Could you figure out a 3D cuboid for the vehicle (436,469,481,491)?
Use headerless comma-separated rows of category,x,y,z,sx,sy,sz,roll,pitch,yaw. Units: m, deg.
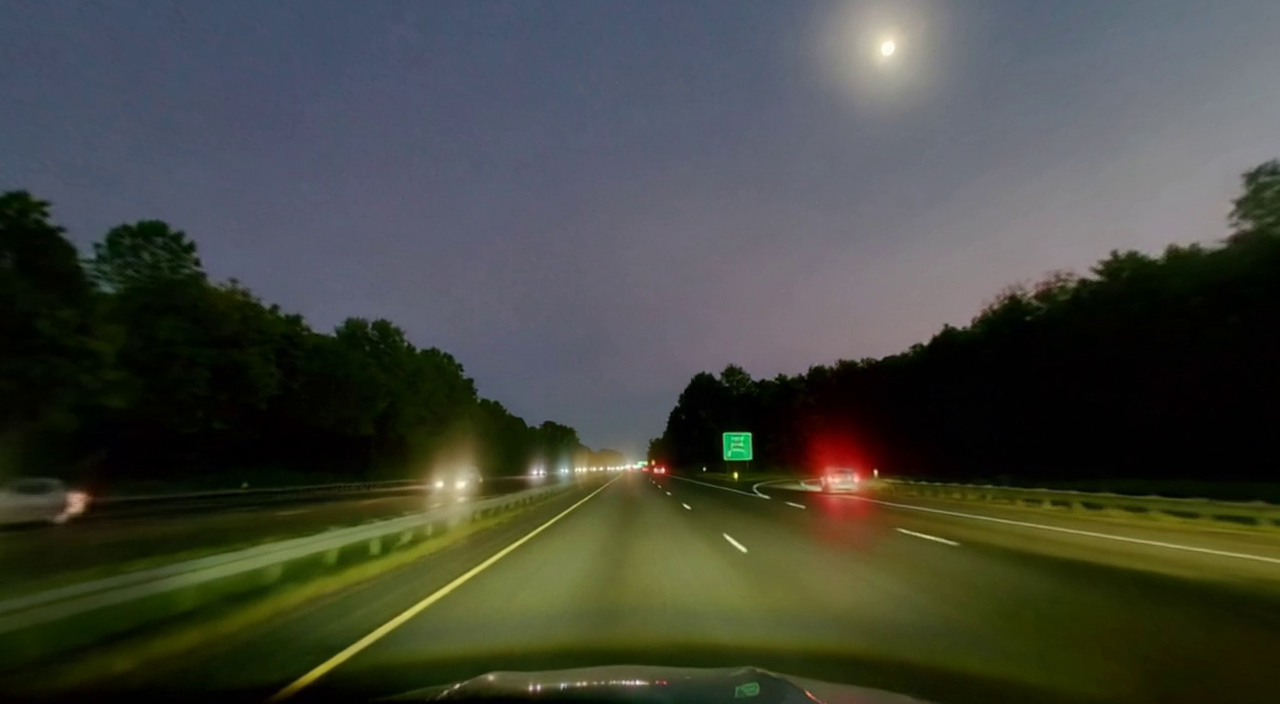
vehicle,-13.198,9.340,46.182,1.956,1.478,4.565,1,-10,0

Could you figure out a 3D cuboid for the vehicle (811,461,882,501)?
vehicle,9.066,5.707,28.089,1.951,1.566,4.616,0,-10,5
